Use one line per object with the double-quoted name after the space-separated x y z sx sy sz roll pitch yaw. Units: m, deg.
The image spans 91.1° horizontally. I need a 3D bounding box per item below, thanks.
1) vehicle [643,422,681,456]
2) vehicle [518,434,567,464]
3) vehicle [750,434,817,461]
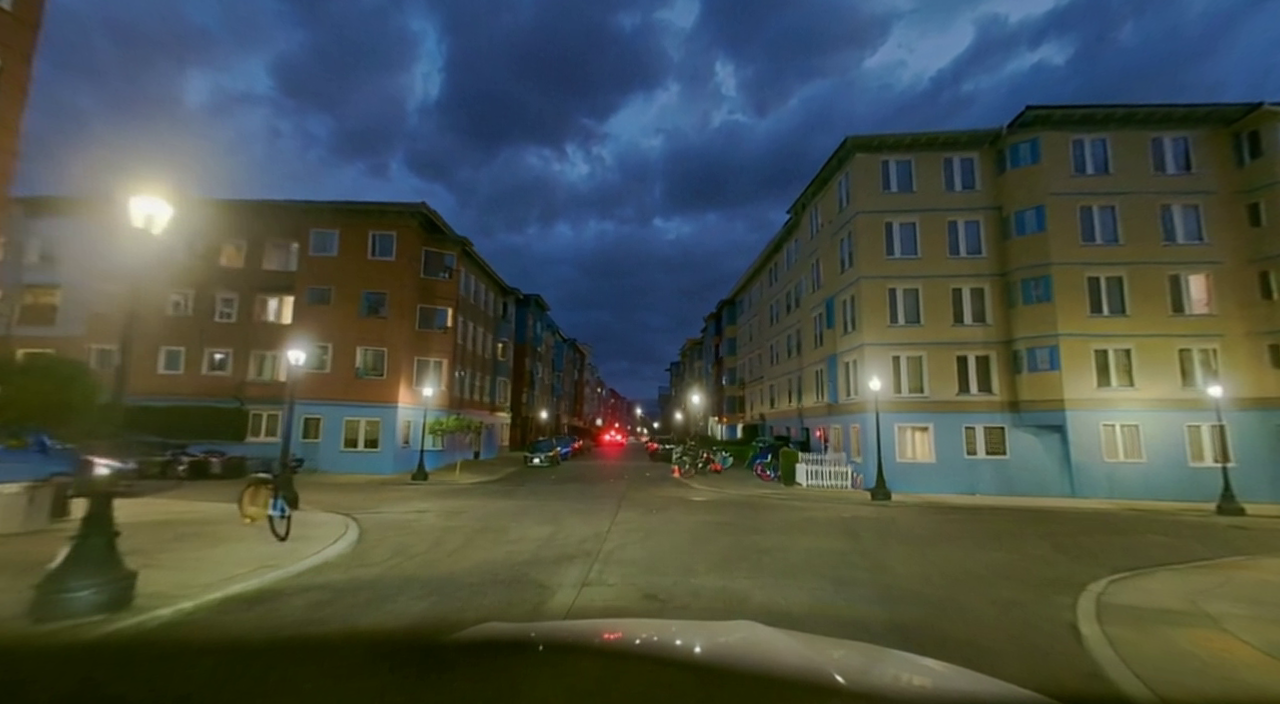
1.359 5.646 40.894 2.072 2.074 4.358 1 -8 -3 "vehicle"
-4.839 4.864 31.690 1.897 1.431 3.741 0 -8 0 "vehicle"
8.150 5.450 35.885 3.404 1.431 1.641 1 -8 -1 "vehicle"
